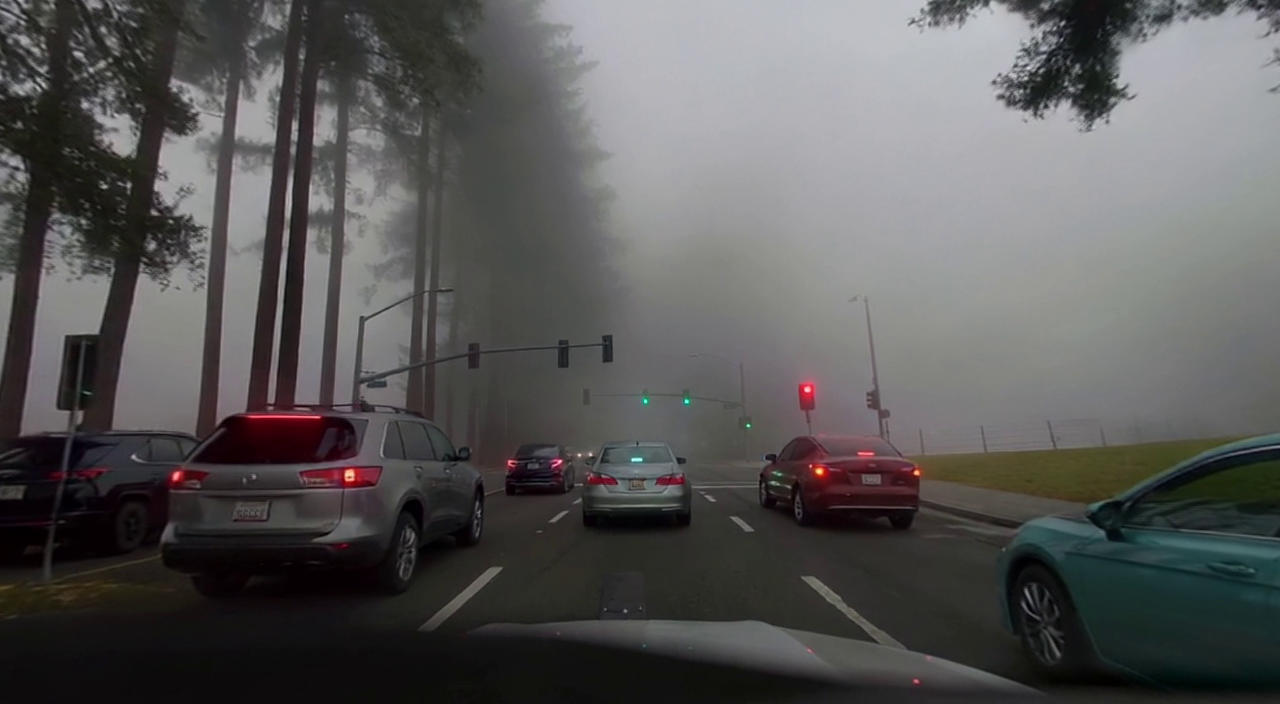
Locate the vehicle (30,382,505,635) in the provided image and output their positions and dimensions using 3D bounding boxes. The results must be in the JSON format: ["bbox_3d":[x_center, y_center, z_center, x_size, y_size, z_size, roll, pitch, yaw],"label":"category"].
[{"bbox_3d":[-3.107,1.435,6.779,2.168,1.750,4.625,-1,-8,2],"label":"vehicle"}]

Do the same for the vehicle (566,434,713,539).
[{"bbox_3d":[-0.008,2.272,11.265,2.147,1.507,3.953,0,-8,0],"label":"vehicle"}]

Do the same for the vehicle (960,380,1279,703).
[{"bbox_3d":[3.302,0.941,2.597,1.899,1.588,3.888,0,-9,0],"label":"vehicle"}]

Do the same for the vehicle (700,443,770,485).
[{"bbox_3d":[3.715,4.452,25.298,2.137,1.515,3.841,0,-8,-1],"label":"vehicle"}]

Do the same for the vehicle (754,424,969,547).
[{"bbox_3d":[3.426,2.156,10.847,2.040,1.647,4.379,0,-8,-1],"label":"vehicle"}]

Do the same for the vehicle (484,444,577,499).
[{"bbox_3d":[-3.097,3.459,18.729,1.975,1.420,4.196,0,-8,1],"label":"vehicle"}]
